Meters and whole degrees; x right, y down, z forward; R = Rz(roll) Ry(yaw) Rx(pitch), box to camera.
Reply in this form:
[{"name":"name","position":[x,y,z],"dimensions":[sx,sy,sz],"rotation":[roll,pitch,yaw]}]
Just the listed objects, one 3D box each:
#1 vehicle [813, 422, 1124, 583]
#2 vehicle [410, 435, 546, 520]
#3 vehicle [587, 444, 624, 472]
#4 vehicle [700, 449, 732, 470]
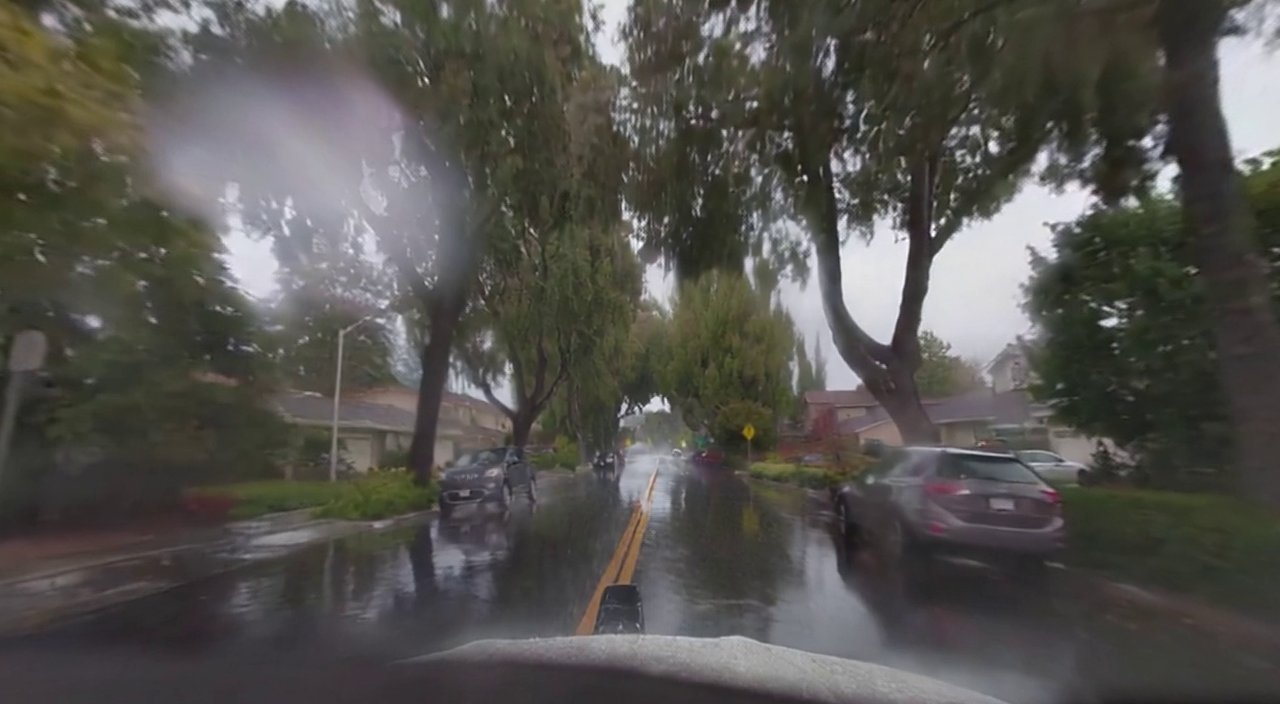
[{"name":"vehicle","position":[4.056,1.930,8.857],"dimensions":[2.115,1.673,4.236],"rotation":[-1,-9,1]},{"name":"vehicle","position":[-4.015,3.207,16.576],"dimensions":[2.093,1.810,4.555],"rotation":[-3,-9,4]},{"name":"vehicle","position":[-2.585,8.115,48.737],"dimensions":[2.155,1.907,5.100],"rotation":[-4,-9,4]},{"name":"vehicle","position":[5.896,8.407,49.501],"dimensions":[2.047,1.532,4.350],"rotation":[-1,-9,1]}]
